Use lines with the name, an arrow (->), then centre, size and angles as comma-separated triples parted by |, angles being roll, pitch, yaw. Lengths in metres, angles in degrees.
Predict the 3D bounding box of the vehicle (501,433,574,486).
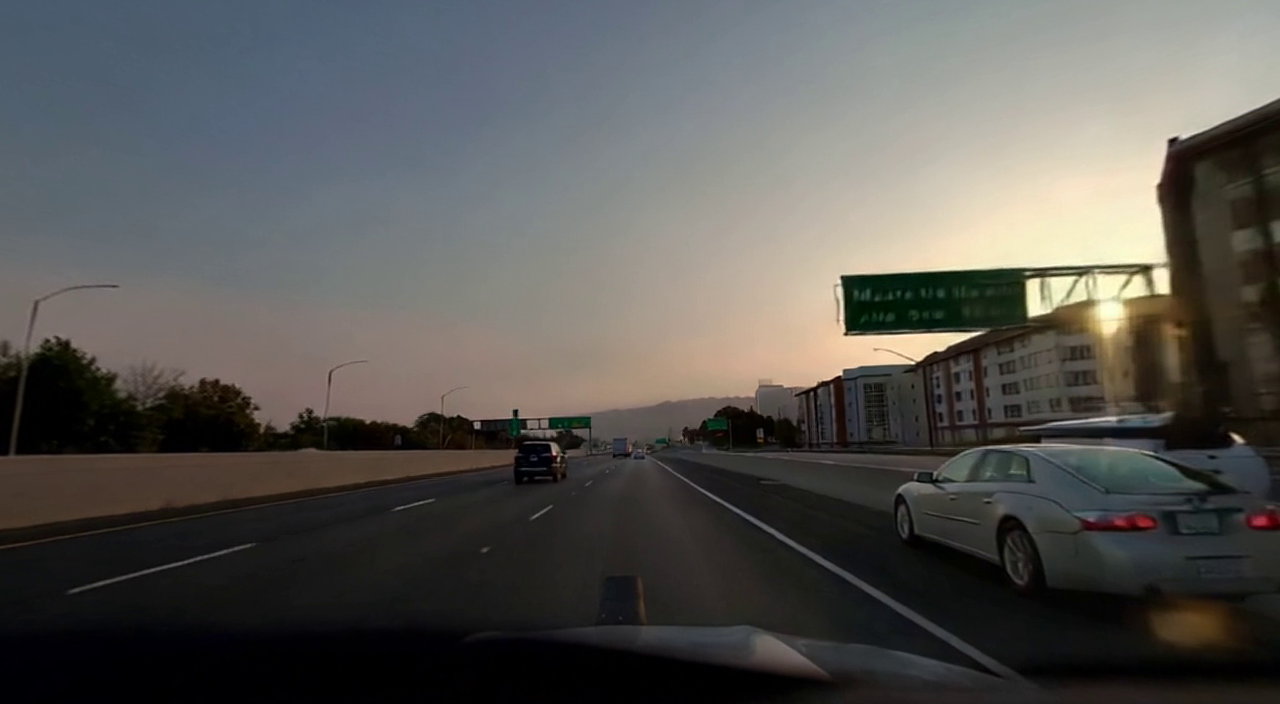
vehicle -> -3.719, 4.000, 23.752 | 2.047, 1.786, 4.217 | 0, -9, 0
